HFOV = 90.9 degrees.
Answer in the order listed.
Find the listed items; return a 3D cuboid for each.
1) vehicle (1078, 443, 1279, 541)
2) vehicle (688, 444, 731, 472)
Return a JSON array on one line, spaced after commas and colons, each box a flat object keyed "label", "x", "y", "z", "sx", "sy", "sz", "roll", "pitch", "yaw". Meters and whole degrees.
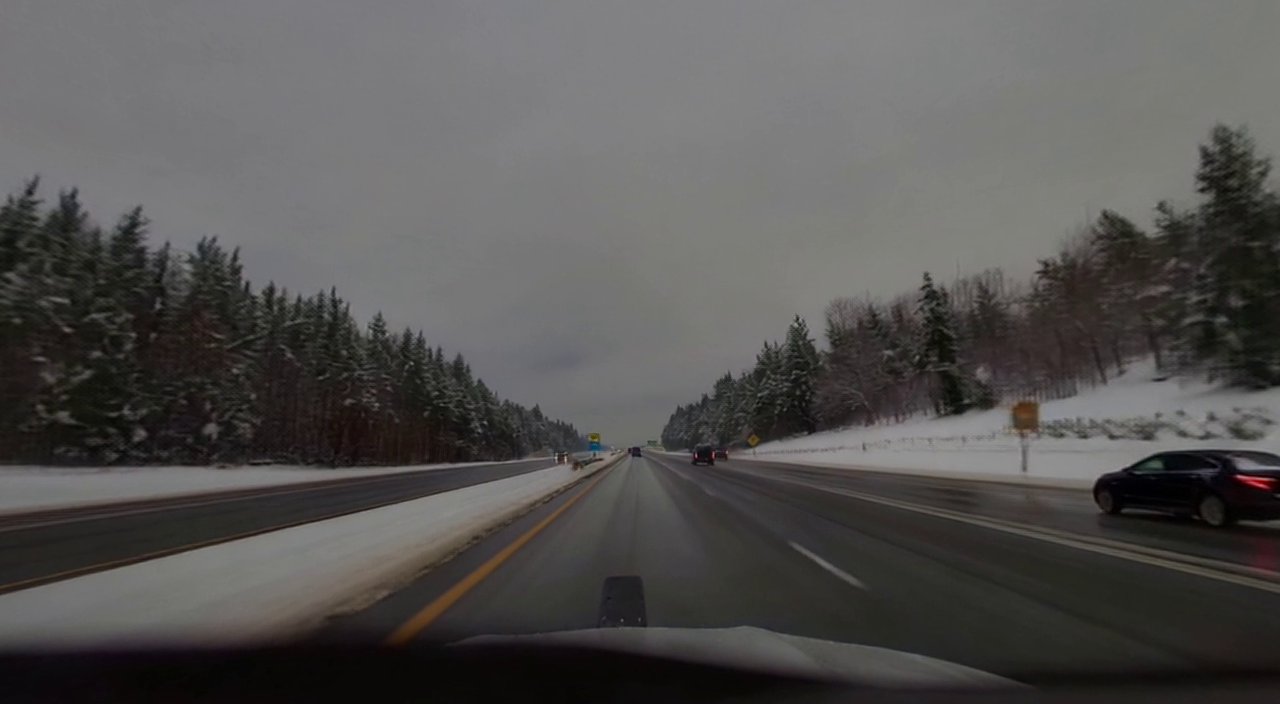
[{"label": "vehicle", "x": 10.024, "y": 2.317, "z": 11.000, "sx": 1.926, "sy": 1.386, "sz": 3.719, "roll": 0, "pitch": -9, "yaw": -3}, {"label": "vehicle", "x": 4.258, "y": 6.531, "z": 39.039, "sx": 2.058, "sy": 1.605, "sz": 4.116, "roll": 0, "pitch": -9, "yaw": -2}]
